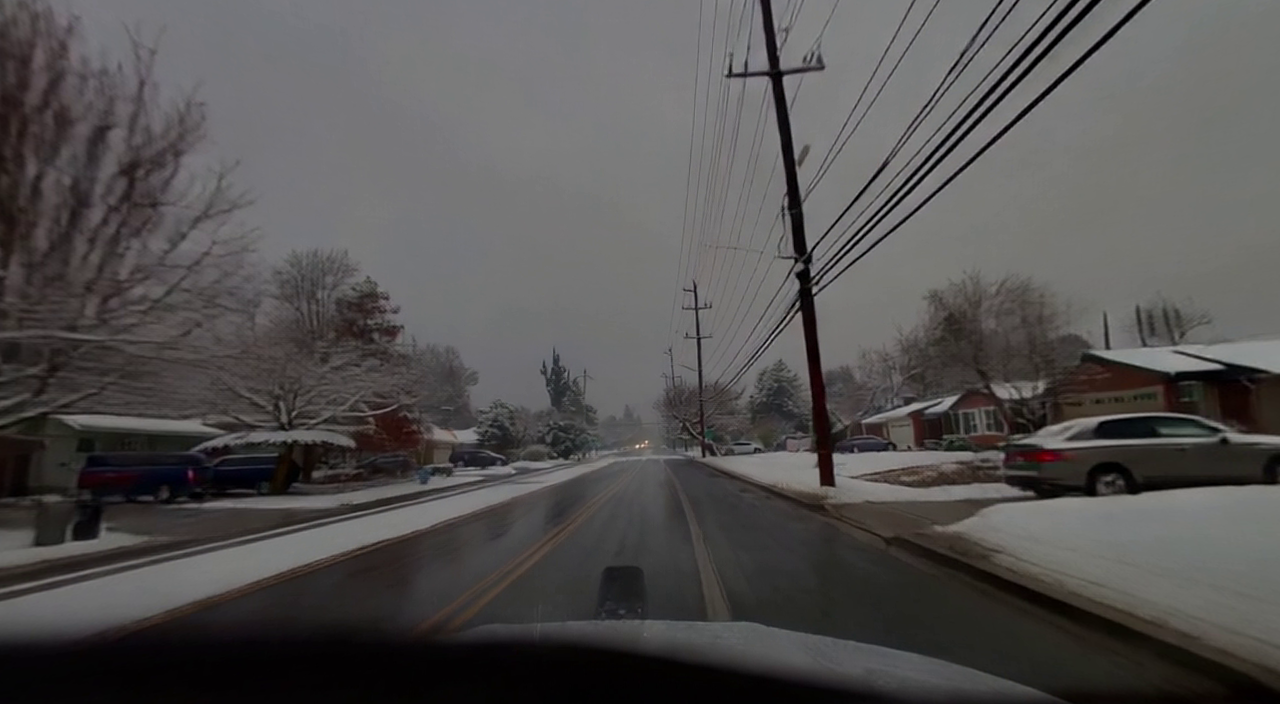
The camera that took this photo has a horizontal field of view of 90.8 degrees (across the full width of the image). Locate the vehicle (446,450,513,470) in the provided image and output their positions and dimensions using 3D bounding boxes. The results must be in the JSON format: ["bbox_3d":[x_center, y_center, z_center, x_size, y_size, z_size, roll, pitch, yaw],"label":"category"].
[{"bbox_3d":[-12.570,8.466,49.547,4.718,1.454,1.843,-1,-8,6],"label":"vehicle"}]

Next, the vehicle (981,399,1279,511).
[{"bbox_3d":[9.235,1.818,11.355,4.952,1.775,2.089,0,-8,-1],"label":"vehicle"}]

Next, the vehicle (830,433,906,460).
[{"bbox_3d":[14.570,6.046,40.547,4.078,1.516,1.798,-3,-8,2],"label":"vehicle"}]

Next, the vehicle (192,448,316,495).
[{"bbox_3d":[-15.489,4.792,25.404,4.265,1.583,1.913,-6,-8,18],"label":"vehicle"}]

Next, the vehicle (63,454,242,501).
[{"bbox_3d":[-16.694,4.297,21.827,4.519,1.508,2.018,0,-8,2],"label":"vehicle"}]

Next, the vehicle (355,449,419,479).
[{"bbox_3d":[-15.184,6.698,38.158,1.816,1.614,4.866,0,-8,1],"label":"vehicle"}]
